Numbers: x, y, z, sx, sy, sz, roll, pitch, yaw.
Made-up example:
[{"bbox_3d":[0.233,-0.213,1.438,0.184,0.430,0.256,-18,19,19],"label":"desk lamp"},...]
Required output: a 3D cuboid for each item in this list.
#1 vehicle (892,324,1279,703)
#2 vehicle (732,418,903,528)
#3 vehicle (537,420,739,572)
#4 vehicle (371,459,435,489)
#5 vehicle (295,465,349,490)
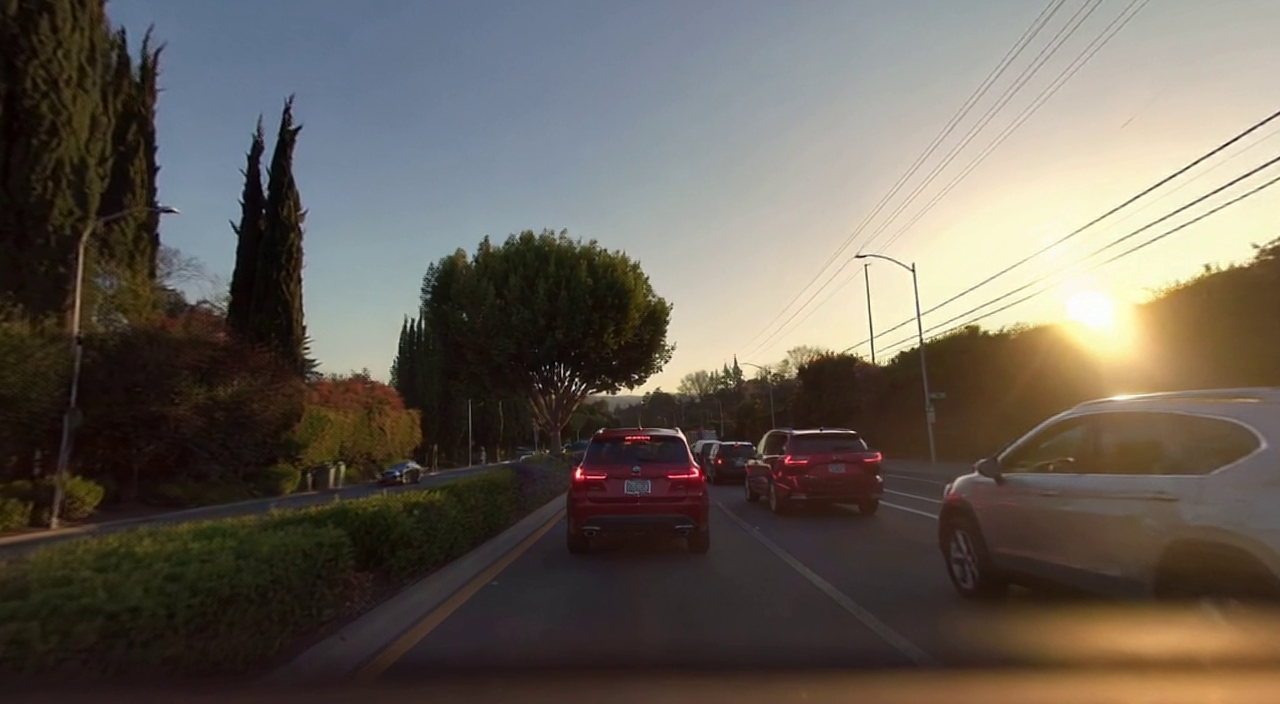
[{"bbox_3d":[3.523,0.986,4.069,2.001,1.707,4.250,0,-8,0],"label":"vehicle"},{"bbox_3d":[3.323,2.373,12.969,2.097,1.818,4.625,0,-8,-1],"label":"vehicle"},{"bbox_3d":[-0.055,1.887,9.090,2.199,1.641,4.232,0,-8,-1],"label":"vehicle"},{"bbox_3d":[-13.540,7.001,36.476,1.960,1.491,4.700,0,-8,-1],"label":"vehicle"},{"bbox_3d":[-22.829,9.028,45.524,1.847,1.554,3.926,0,-8,-1],"label":"vehicle"}]
